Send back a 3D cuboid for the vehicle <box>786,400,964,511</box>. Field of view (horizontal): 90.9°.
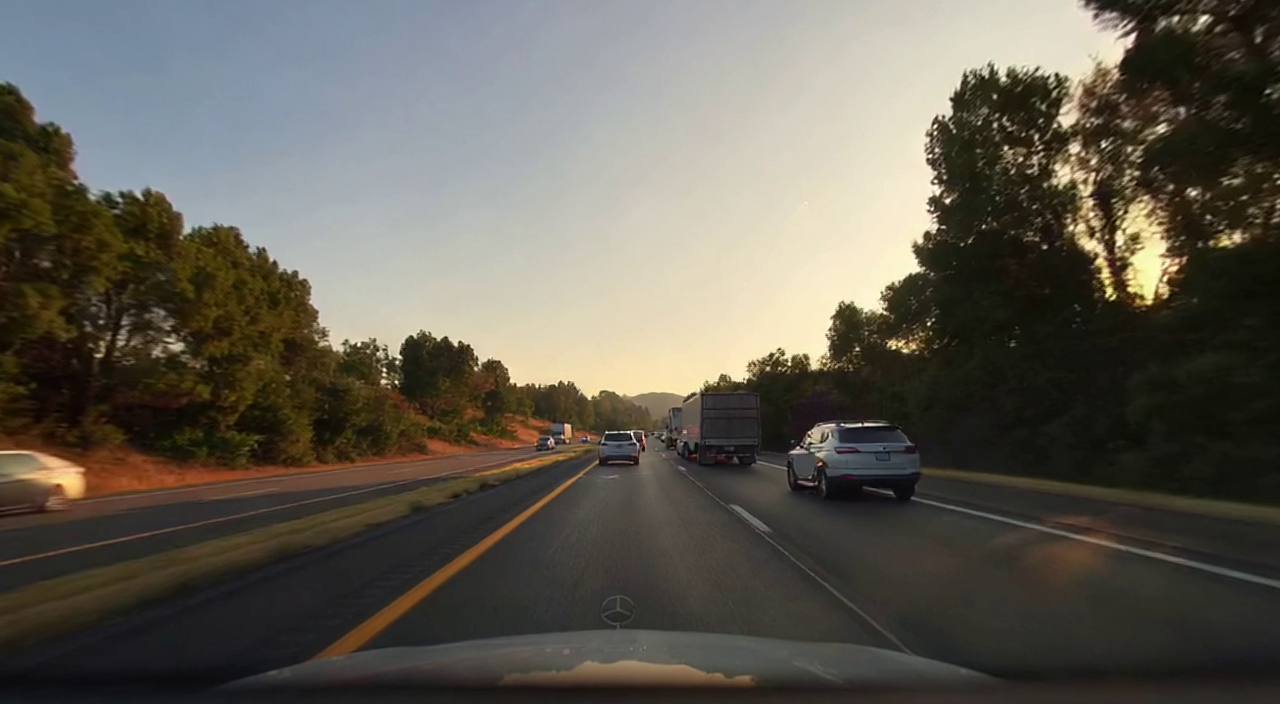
[{"bbox_3d":[4.525,2.039,12.902,2.011,1.905,3.905,0,-8,-2],"label":"vehicle"}]

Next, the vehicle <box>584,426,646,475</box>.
[{"bbox_3d":[-0.850,3.562,23.168,2.082,1.638,4.055,0,-8,0],"label":"vehicle"}]

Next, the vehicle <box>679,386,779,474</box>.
[{"bbox_3d":[3.336,3.260,26.121,2.723,3.027,8.478,0,-8,-1],"label":"vehicle"}]
